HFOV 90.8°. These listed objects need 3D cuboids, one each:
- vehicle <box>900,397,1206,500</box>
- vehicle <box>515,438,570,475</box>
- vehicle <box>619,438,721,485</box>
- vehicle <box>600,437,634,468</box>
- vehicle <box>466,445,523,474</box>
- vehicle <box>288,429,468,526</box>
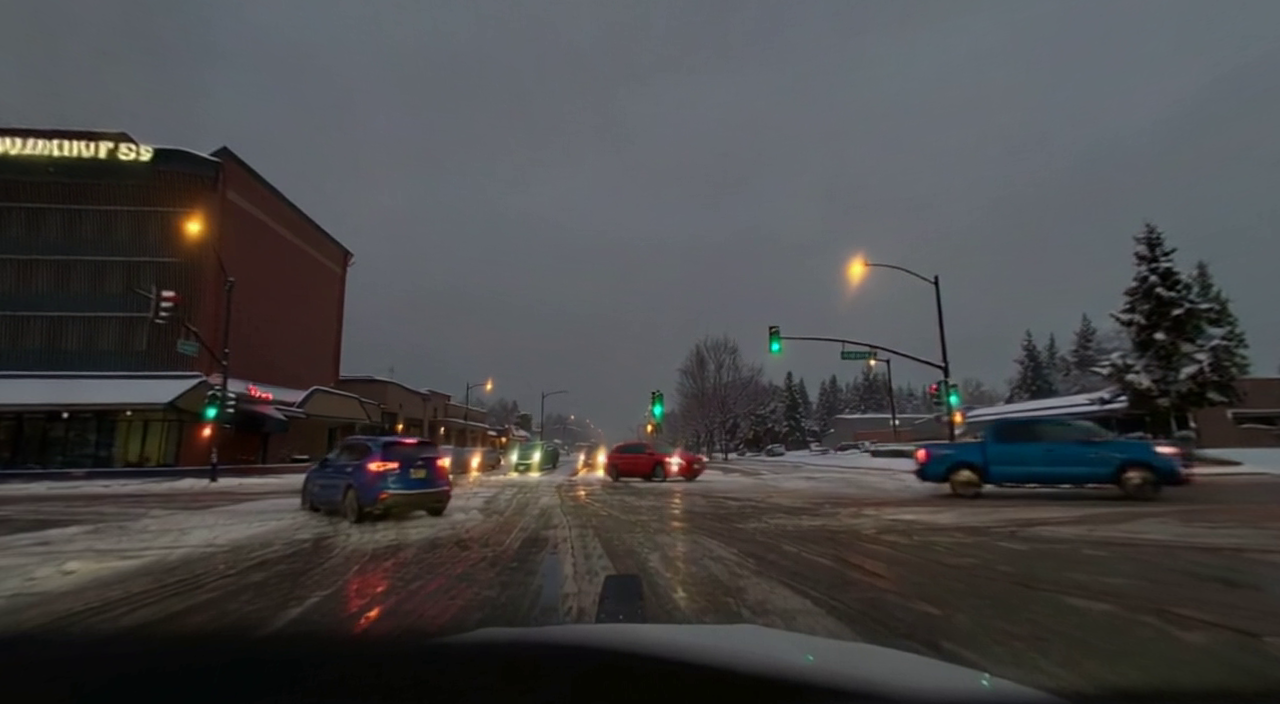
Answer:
[{"bbox_3d":[10.156,2.458,16.230,5.960,2.200,2.708,-5,-10,31],"label":"vehicle"},{"bbox_3d":[-5.123,5.556,33.793,2.162,1.788,4.603,0,-8,1],"label":"vehicle"},{"bbox_3d":[1.007,4.149,24.337,2.142,1.607,4.733,3,-9,-22],"label":"vehicle"},{"bbox_3d":[-1.487,6.847,43.332,2.160,1.948,4.784,0,-8,0],"label":"vehicle"},{"bbox_3d":[-8.265,6.126,36.242,2.163,1.529,4.210,0,-8,1],"label":"vehicle"},{"bbox_3d":[-5.911,2.647,13.993,2.238,1.762,4.445,7,-11,-41],"label":"vehicle"}]
